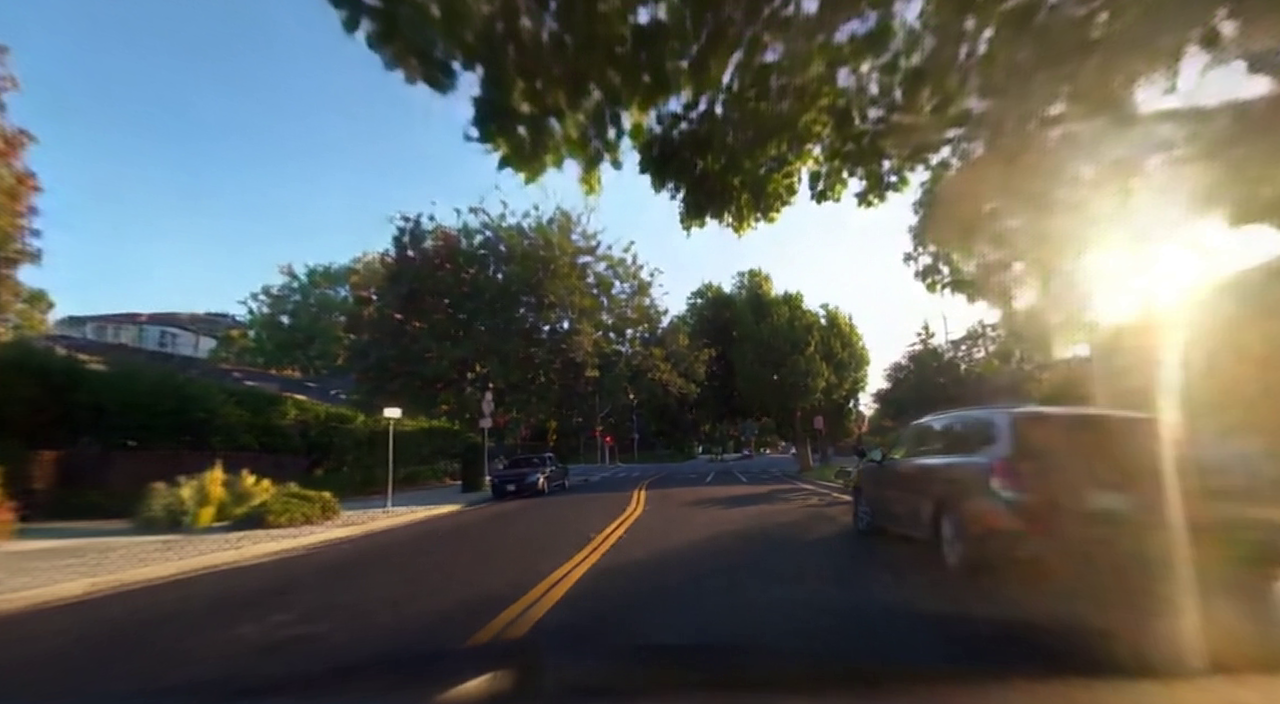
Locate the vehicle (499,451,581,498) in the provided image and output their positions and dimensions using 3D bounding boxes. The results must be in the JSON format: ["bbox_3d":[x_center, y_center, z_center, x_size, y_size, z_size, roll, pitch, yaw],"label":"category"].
[{"bbox_3d":[-3.671,4.557,23.787,2.033,1.456,4.370,-3,-8,5],"label":"vehicle"}]

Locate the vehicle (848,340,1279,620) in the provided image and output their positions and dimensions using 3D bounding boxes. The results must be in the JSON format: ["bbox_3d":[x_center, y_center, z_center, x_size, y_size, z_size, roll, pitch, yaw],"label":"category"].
[{"bbox_3d":[4.666,1.525,8.023,2.624,2.227,5.508,2,-10,6],"label":"vehicle"}]
